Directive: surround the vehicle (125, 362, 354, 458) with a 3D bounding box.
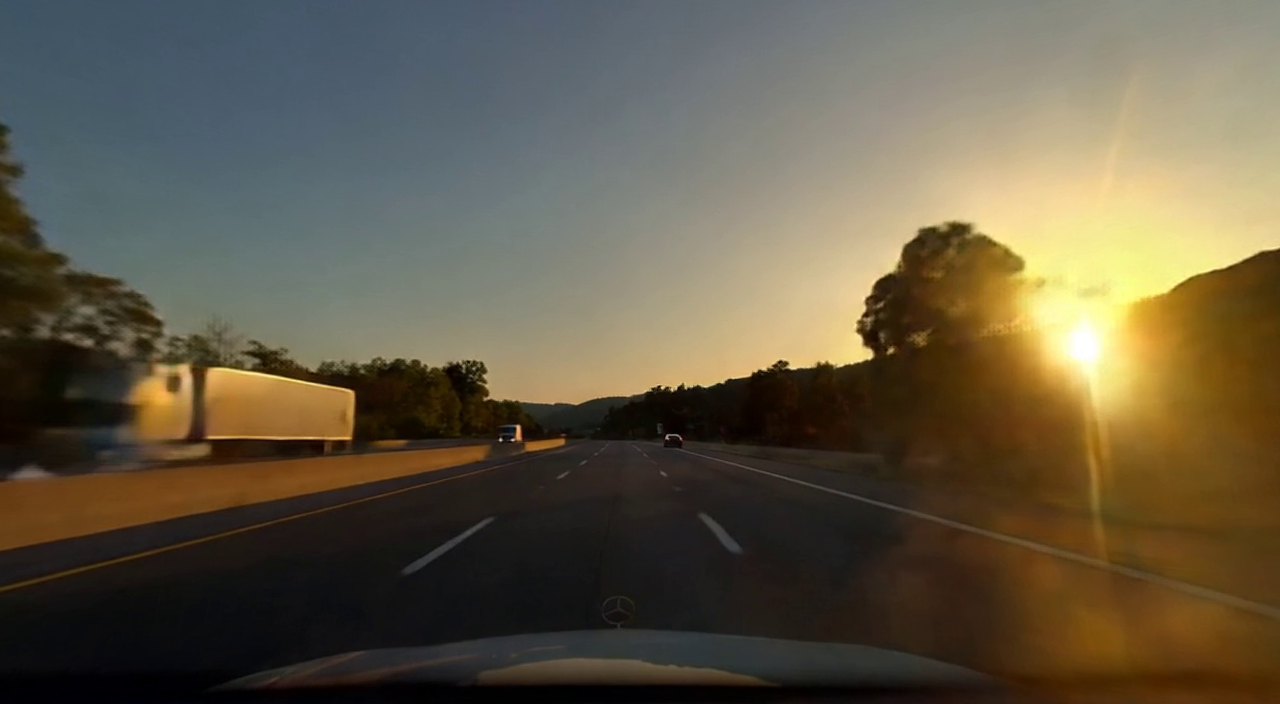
[{"bbox_3d":[-20.217,3.418,33.785,3.439,4.086,14.035,0,-8,-2],"label":"vehicle"}]

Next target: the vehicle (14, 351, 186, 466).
[{"bbox_3d":[-20.034,2.164,23.612,3.272,4.006,3.193,1,-7,0],"label":"vehicle"}]
